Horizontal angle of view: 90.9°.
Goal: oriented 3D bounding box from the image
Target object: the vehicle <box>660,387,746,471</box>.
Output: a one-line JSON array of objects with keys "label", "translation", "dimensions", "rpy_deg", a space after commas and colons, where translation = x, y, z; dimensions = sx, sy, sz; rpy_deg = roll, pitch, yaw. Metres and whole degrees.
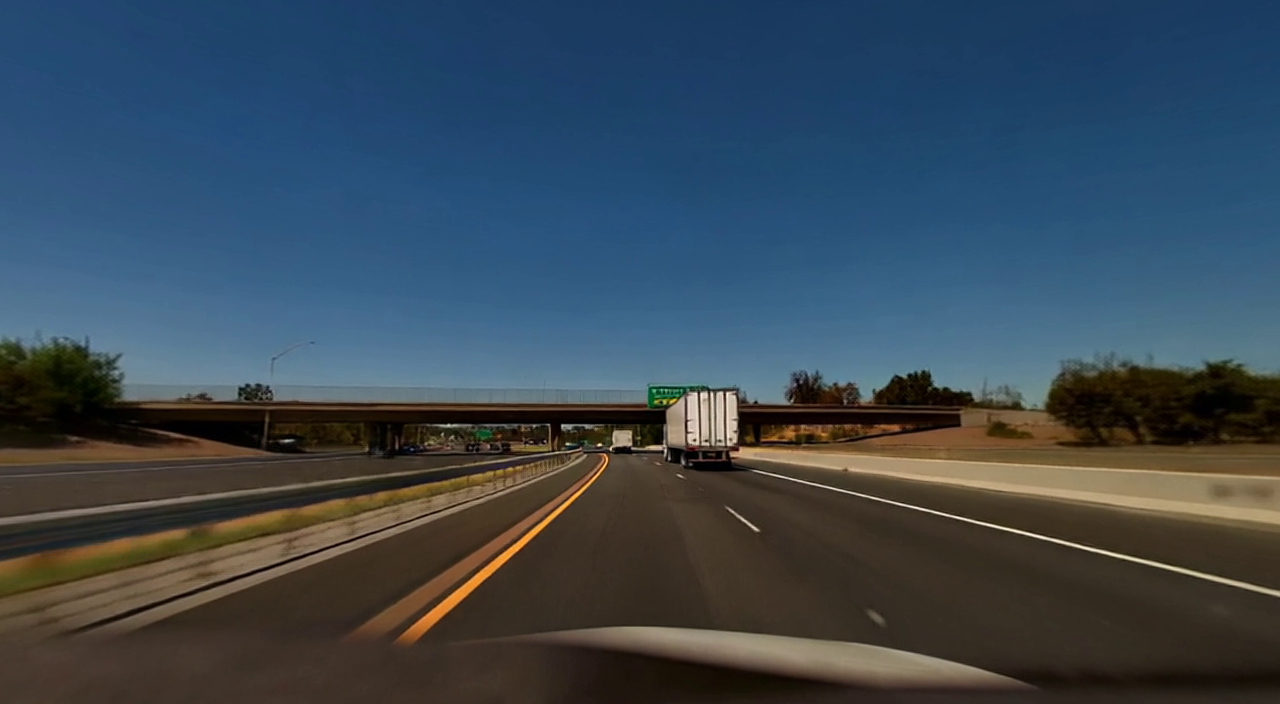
[{"label": "vehicle", "translation": [3.437, 5.160, 40.701], "dimensions": [2.932, 4.205, 18.253], "rpy_deg": [0, -8, -2]}]
